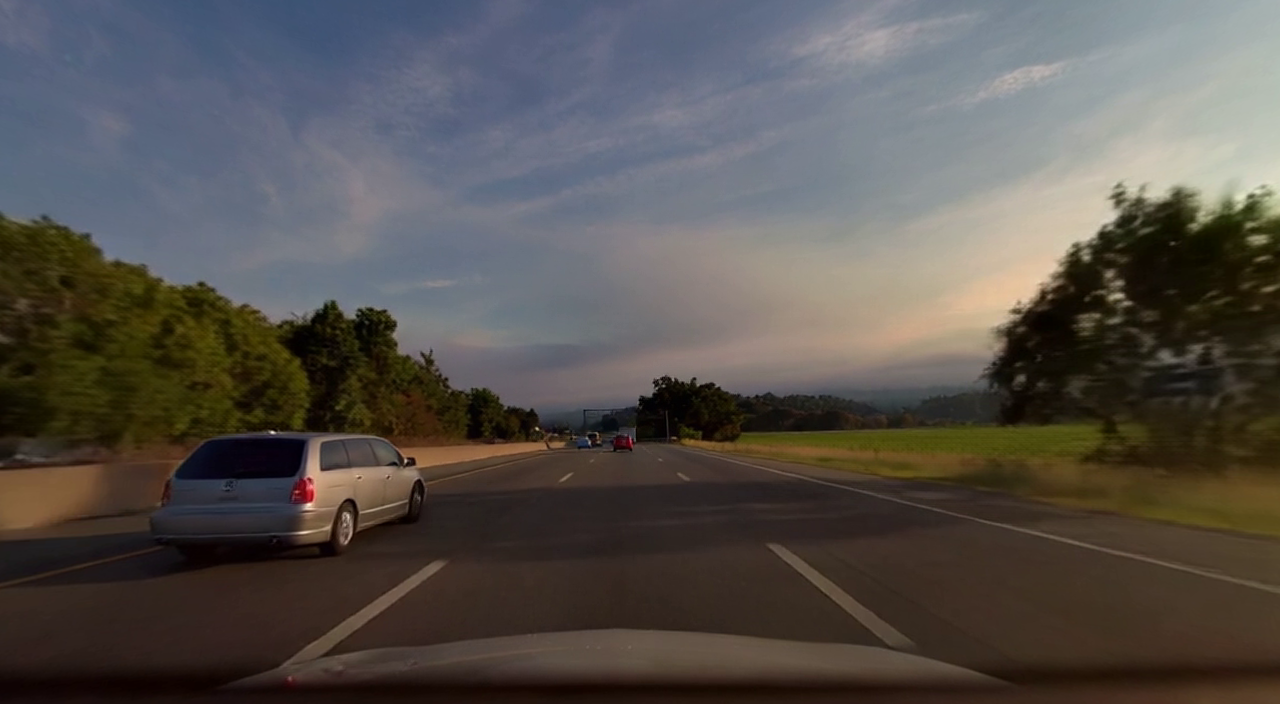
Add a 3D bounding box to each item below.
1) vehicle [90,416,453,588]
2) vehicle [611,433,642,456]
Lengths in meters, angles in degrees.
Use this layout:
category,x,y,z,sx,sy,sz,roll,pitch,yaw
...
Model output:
category,x,y,z,sx,sy,sz,roll,pitch,yaw
vehicle,-3.840,1.596,7.615,1.931,1.483,4.105,0,-8,-1
vehicle,-0.952,6.872,46.771,2.162,1.616,4.242,0,-8,0
